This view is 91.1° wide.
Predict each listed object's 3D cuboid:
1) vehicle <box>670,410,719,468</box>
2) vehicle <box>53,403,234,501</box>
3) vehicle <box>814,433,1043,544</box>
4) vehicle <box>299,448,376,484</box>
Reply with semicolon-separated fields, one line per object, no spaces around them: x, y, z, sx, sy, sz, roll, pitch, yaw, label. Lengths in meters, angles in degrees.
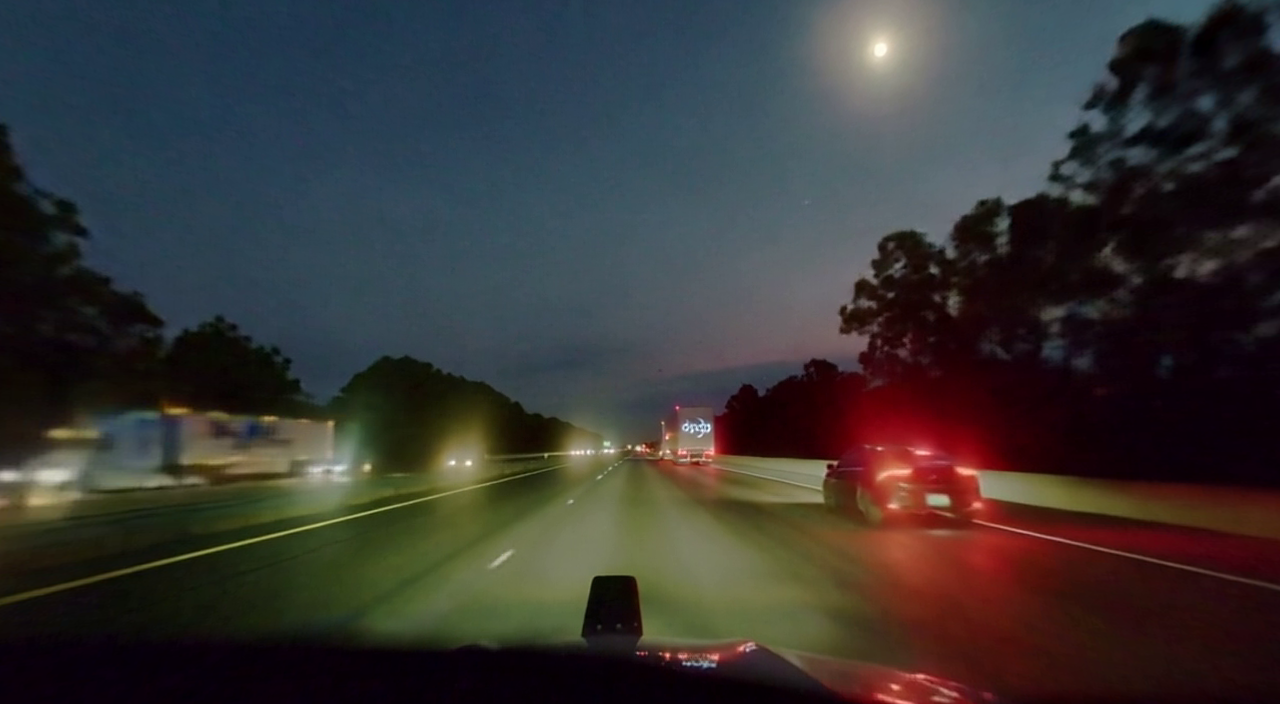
3.895;6.555;46.911;2.856;3.933;8.334;0;-9;0;vehicle
-21.415;4.377;27.695;2.936;3.817;5.912;0;-9;0;vehicle
4.457;2.150;10.486;1.910;1.474;3.776;0;-9;-2;vehicle
-17.062;6.425;35.785;2.063;1.857;4.825;0;-9;-1;vehicle
